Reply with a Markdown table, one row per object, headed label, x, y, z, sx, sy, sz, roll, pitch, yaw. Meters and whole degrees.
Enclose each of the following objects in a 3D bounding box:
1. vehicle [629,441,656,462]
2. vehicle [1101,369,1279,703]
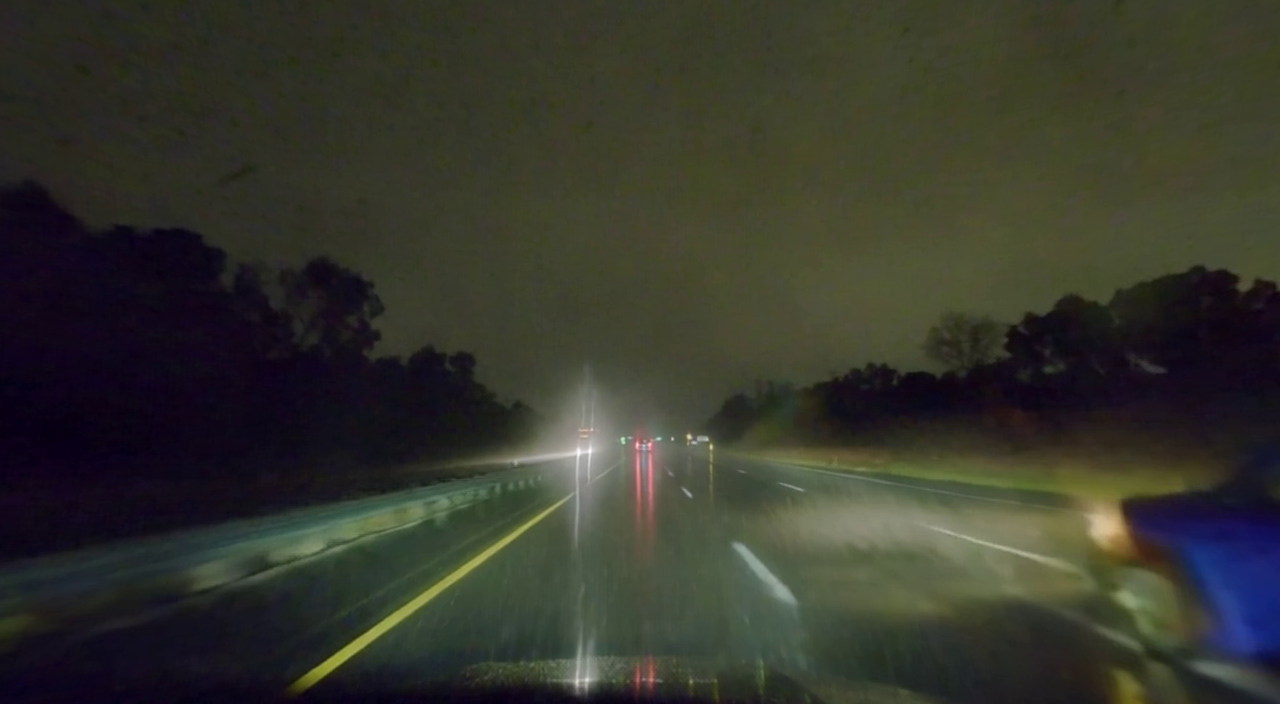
| label | x | y | z | sx | sy | sz | roll | pitch | yaw |
| --- | --- | --- | --- | --- | --- | --- | --- | --- | --- |
| vehicle | 0.212 | 7.546 | 47.909 | 2.009 | 1.554 | 4.013 | 0 | -8 | 0 |
| vehicle | 3.939 | 0.743 | 1.903 | 2.037 | 1.609 | 4.036 | 0 | -8 | 1 |
